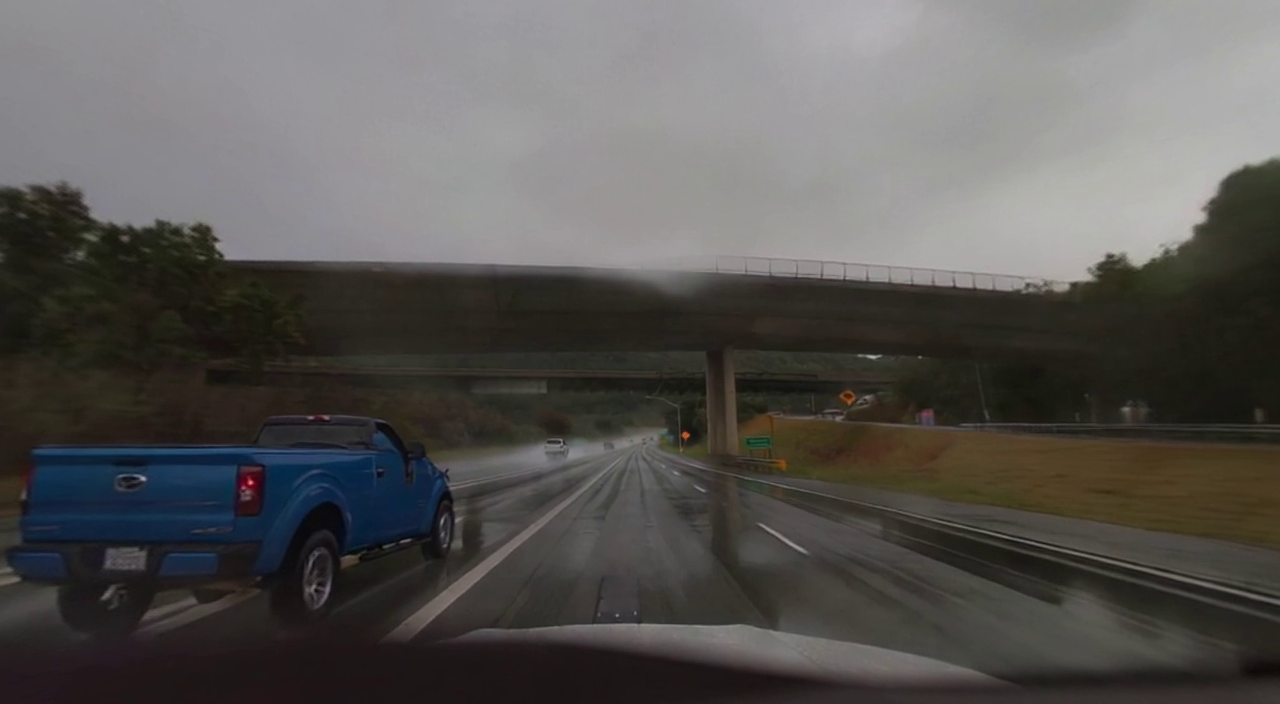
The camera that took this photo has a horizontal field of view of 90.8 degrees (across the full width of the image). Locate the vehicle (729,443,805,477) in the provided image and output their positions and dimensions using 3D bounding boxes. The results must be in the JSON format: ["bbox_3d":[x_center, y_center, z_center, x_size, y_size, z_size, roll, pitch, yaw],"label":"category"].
[{"bbox_3d":[6.828,5.914,34.963,2.406,1.702,6.765,1,-9,-4],"label":"vehicle"}]
